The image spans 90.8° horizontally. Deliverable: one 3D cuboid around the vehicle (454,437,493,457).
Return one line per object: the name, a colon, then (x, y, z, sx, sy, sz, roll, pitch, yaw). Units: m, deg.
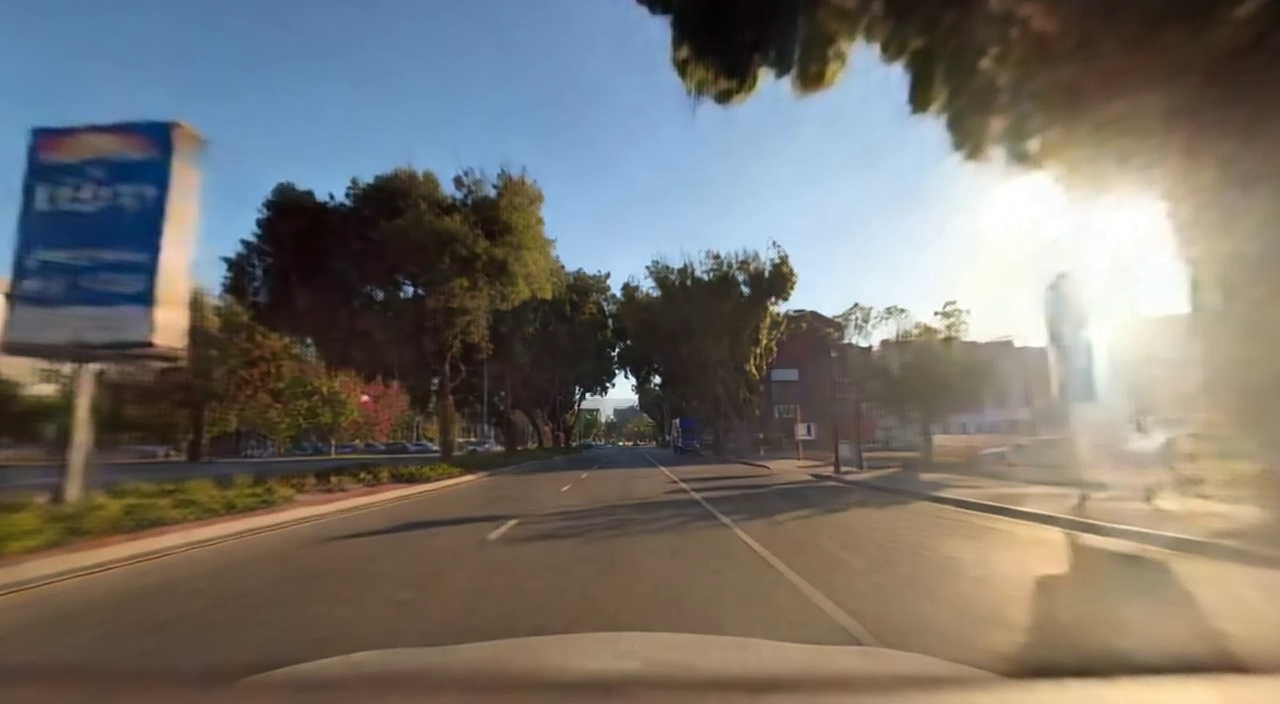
vehicle: (-12.758, 7.274, 48.563, 1.887, 1.447, 4.031, 0, -8, 0)

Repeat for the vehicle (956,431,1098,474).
vehicle: (14.899, 3.893, 24.500, 4.296, 1.596, 1.807, 0, -9, 0)

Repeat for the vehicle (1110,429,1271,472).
vehicle: (21.277, 3.828, 24.573, 4.416, 1.561, 1.876, 0, -9, 1)
